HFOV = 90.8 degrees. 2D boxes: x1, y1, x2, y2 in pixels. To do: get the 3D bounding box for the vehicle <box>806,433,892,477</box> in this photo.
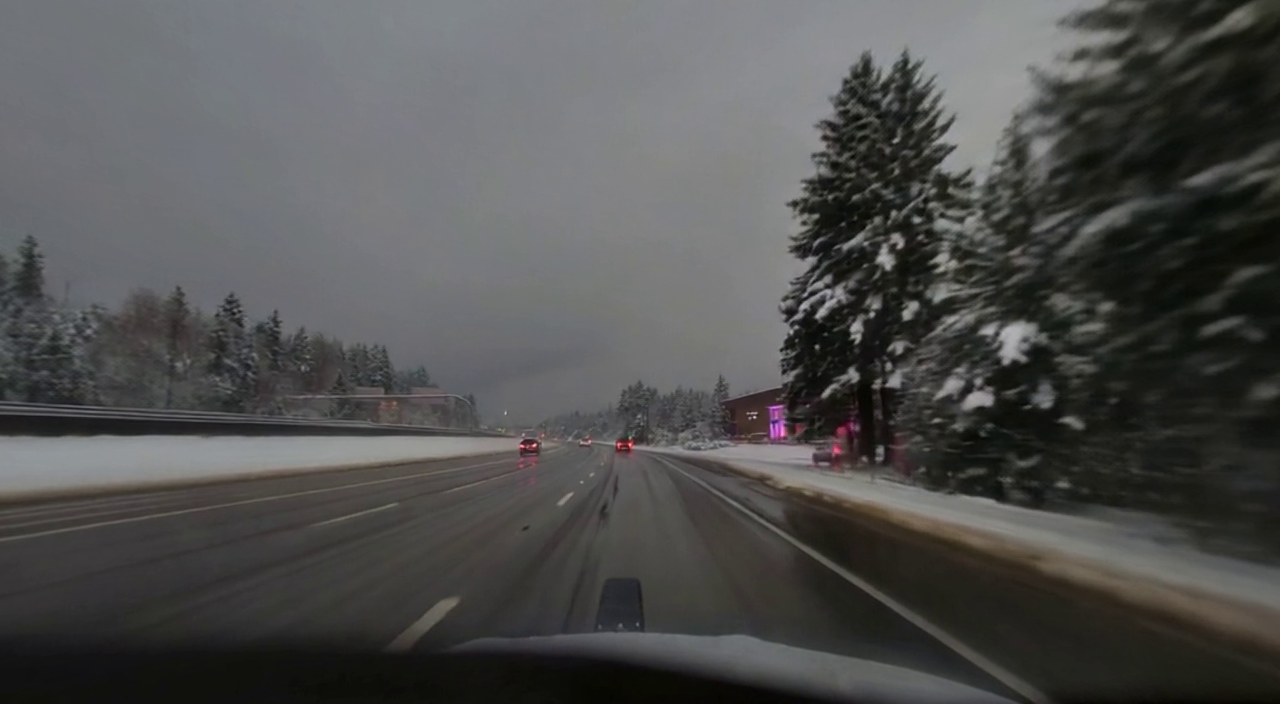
[{"bbox_3d":[9.323,4.616,28.531,2.023,1.782,4.193,1,-9,-7],"label":"vehicle"}]
